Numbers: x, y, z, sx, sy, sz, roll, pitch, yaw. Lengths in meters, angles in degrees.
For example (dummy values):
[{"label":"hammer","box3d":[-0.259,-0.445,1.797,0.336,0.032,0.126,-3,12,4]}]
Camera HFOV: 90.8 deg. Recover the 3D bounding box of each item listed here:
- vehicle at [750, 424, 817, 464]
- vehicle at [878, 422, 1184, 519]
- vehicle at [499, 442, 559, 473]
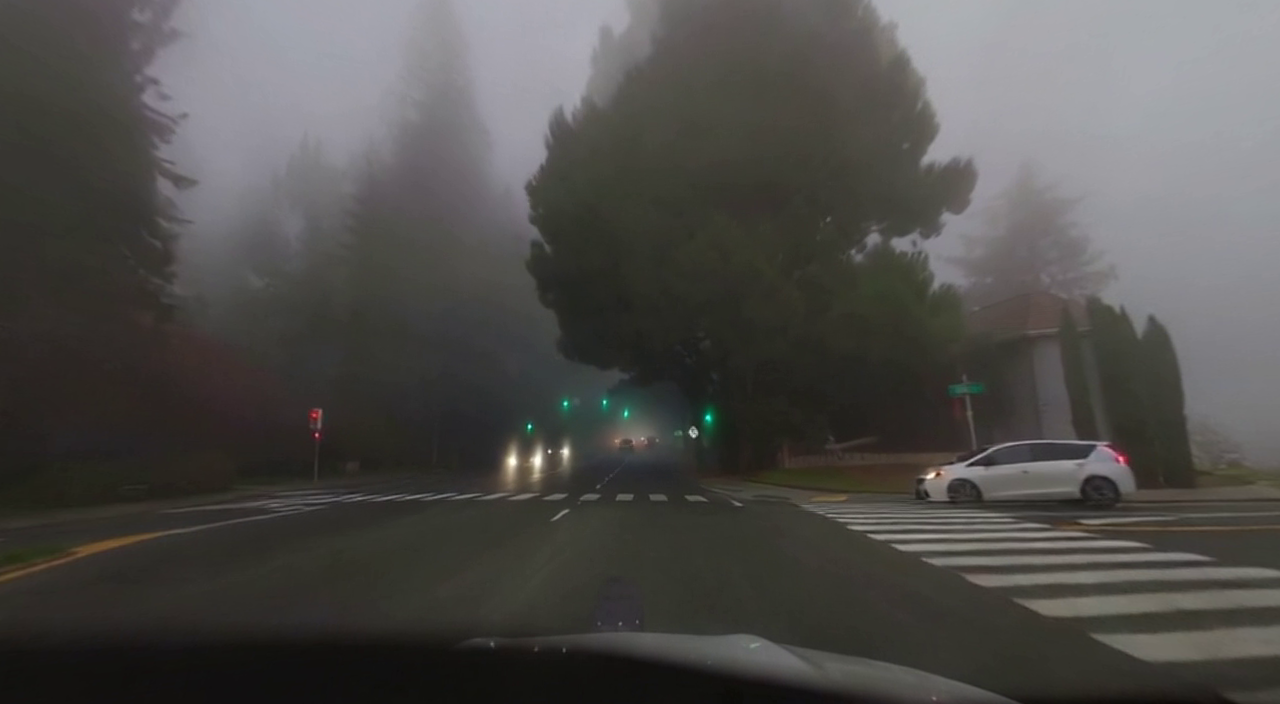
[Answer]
[{"label":"vehicle","box3d":[8.495,5.561,38.105,2.649,2.151,6.555,0,-8,1]},{"label":"vehicle","box3d":[7.784,2.418,13.326,4.906,1.729,2.414,-2,-9,16]},{"label":"vehicle","box3d":[-5.570,5.338,32.200,2.078,1.467,4.376,0,-8,2]}]
